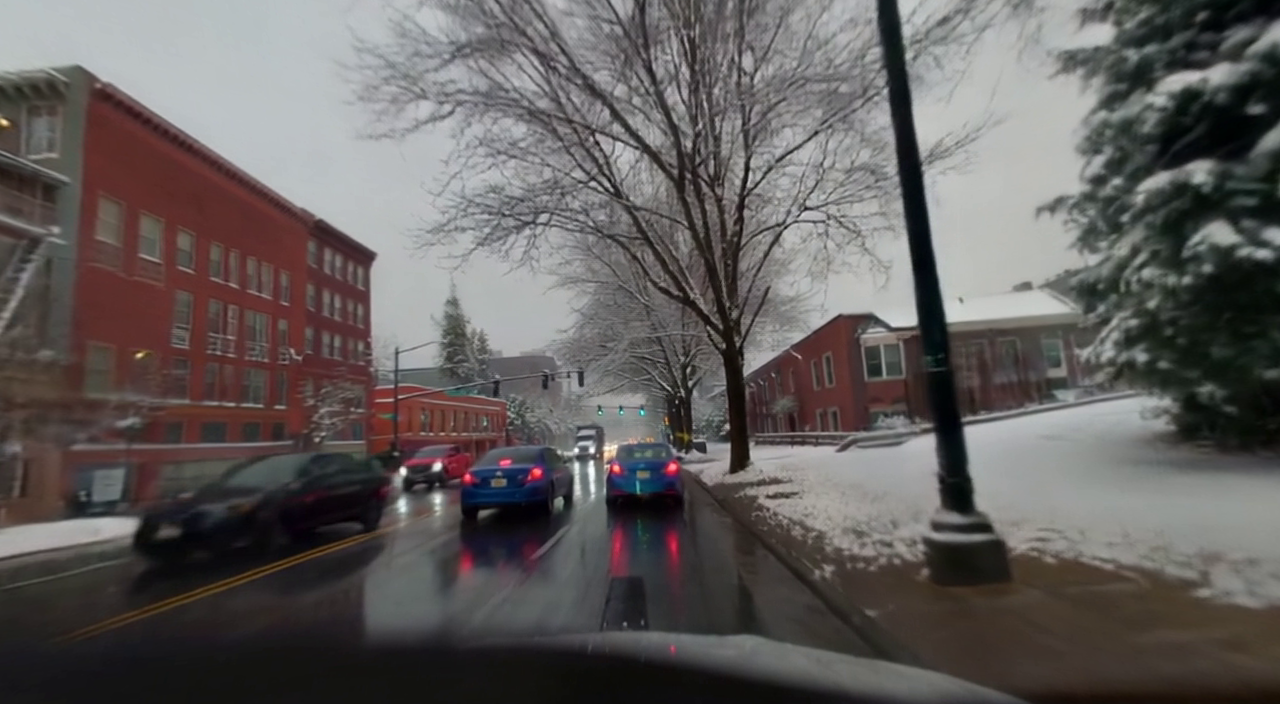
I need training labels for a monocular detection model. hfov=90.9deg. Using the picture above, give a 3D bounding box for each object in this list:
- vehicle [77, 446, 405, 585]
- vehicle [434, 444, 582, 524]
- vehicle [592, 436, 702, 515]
[{"bbox_3d":[-5.505,2.248,9.691,1.918,1.475,4.750,-3,-8,1],"label":"vehicle"},{"bbox_3d":[-2.604,2.738,13.819,2.099,1.424,4.843,0,-8,1],"label":"vehicle"},{"bbox_3d":[0.144,2.629,13.949,2.094,1.478,3.922,0,-8,0],"label":"vehicle"}]
